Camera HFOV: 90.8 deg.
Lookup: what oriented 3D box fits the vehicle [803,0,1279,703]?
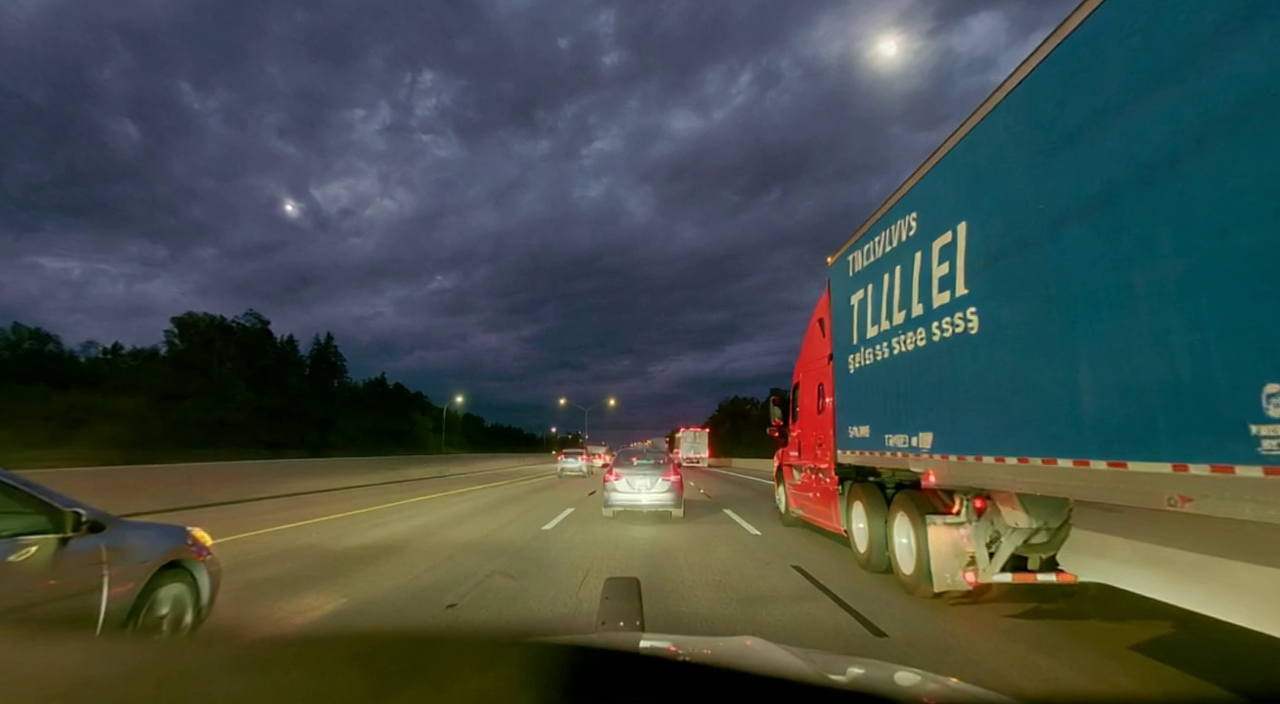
[{"bbox_3d":[3.788,-0.513,0.497,2.981,4.069,16.756,0,-9,0],"label":"vehicle"}]

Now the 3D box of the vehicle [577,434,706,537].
[{"bbox_3d":[0.011,2.332,11.485,1.973,1.574,3.426,0,-9,0],"label":"vehicle"}]

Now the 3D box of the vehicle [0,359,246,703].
[{"bbox_3d":[-3.500,0.732,1.570,1.985,1.671,4.604,0,-9,1],"label":"vehicle"}]
